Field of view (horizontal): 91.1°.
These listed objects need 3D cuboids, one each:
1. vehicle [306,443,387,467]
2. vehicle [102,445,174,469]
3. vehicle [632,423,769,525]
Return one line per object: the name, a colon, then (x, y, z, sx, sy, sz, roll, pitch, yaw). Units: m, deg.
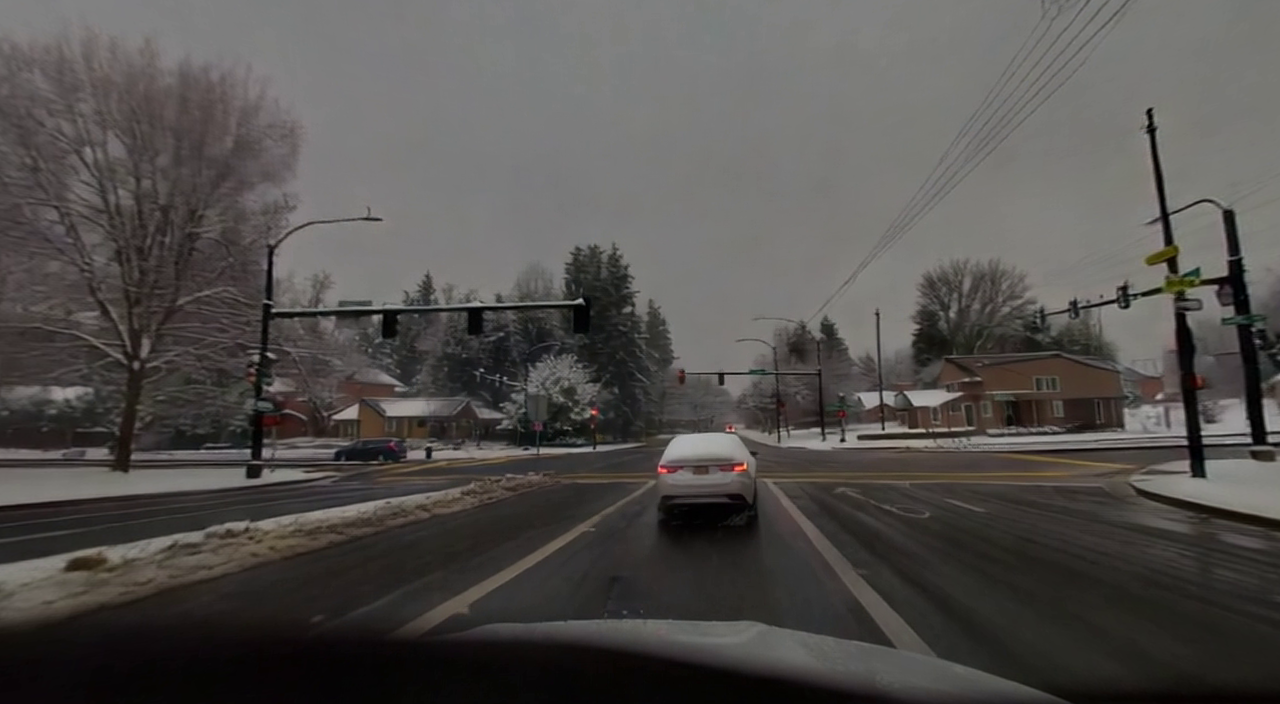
vehicle: (-18.933, 6.614, 40.531, 4.735, 1.472, 1.932, -3, -9, 21)
vehicle: (-37.414, 7.811, 46.779, 4.612, 1.673, 1.972, -3, -9, 20)
vehicle: (1.251, 2.261, 12.291, 2.139, 1.564, 4.901, -1, -8, 8)
